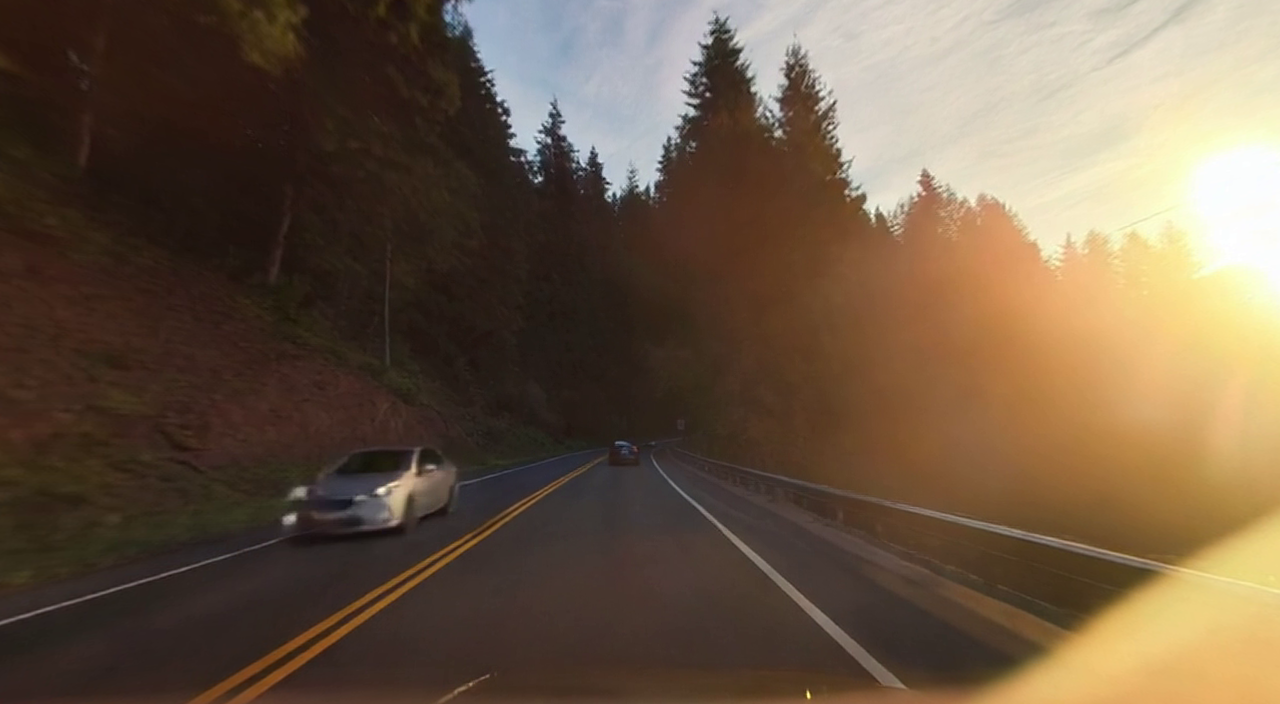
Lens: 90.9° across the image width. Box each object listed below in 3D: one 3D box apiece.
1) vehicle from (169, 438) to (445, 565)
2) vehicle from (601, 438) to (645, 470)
[{"bbox_3d":[-4.963,2.249,10.286,2.200,1.588,4.150,-1,-9,1],"label":"vehicle"},{"bbox_3d":[-0.892,5.206,32.457,2.120,1.491,4.349,-1,-9,-2],"label":"vehicle"}]
